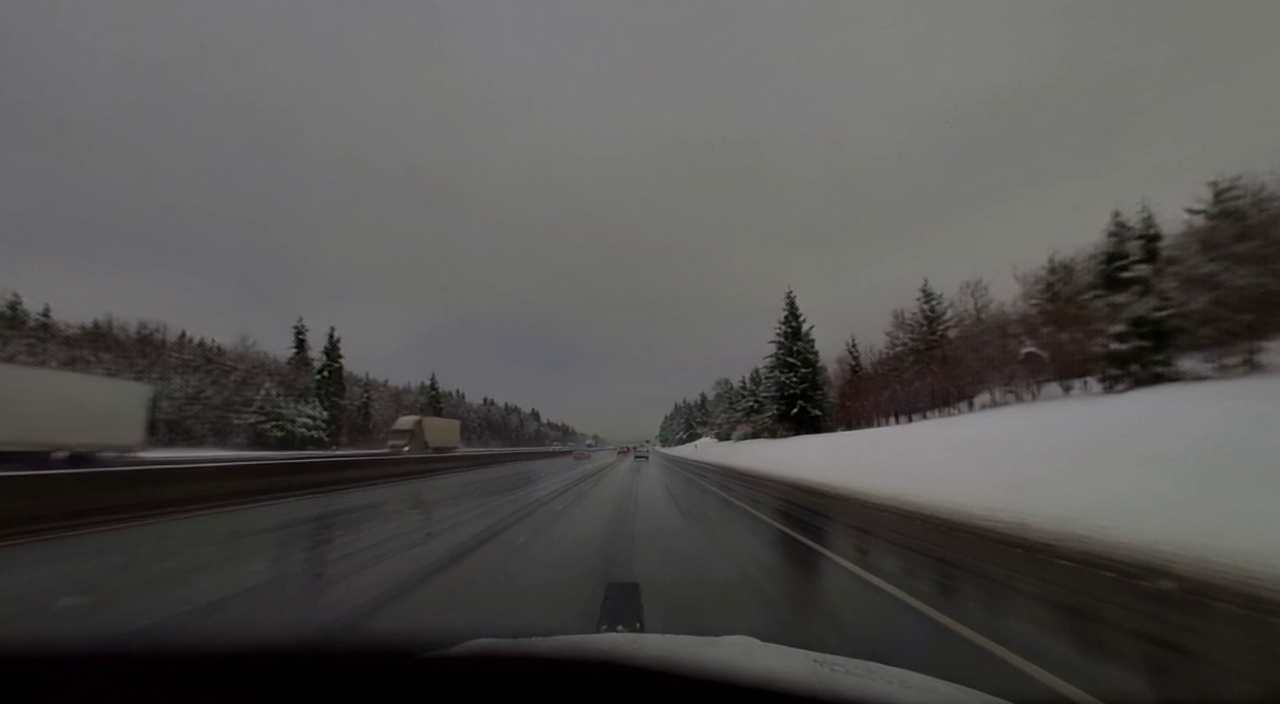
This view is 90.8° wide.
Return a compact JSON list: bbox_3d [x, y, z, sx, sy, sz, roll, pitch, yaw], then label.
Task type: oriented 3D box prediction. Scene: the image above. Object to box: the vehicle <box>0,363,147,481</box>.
[{"bbox_3d":[-22.919,2.139,19.819,2.900,3.886,14.872,0,-9,0],"label":"vehicle"}]
